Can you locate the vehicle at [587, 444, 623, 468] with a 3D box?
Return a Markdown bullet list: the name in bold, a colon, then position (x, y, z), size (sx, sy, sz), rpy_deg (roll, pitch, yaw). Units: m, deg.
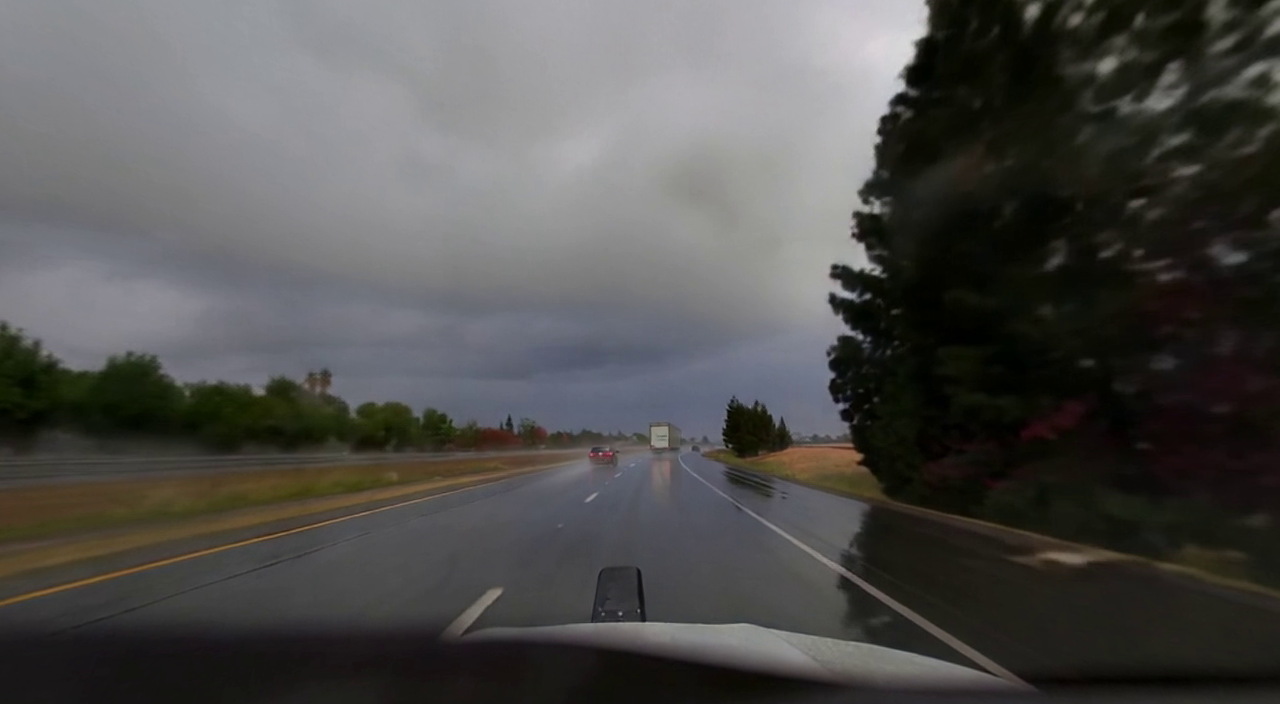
- **vehicle**: position (-2.384, 7.225, 43.909), size (2.199, 1.555, 4.451), rpy_deg (0, -9, 1)
